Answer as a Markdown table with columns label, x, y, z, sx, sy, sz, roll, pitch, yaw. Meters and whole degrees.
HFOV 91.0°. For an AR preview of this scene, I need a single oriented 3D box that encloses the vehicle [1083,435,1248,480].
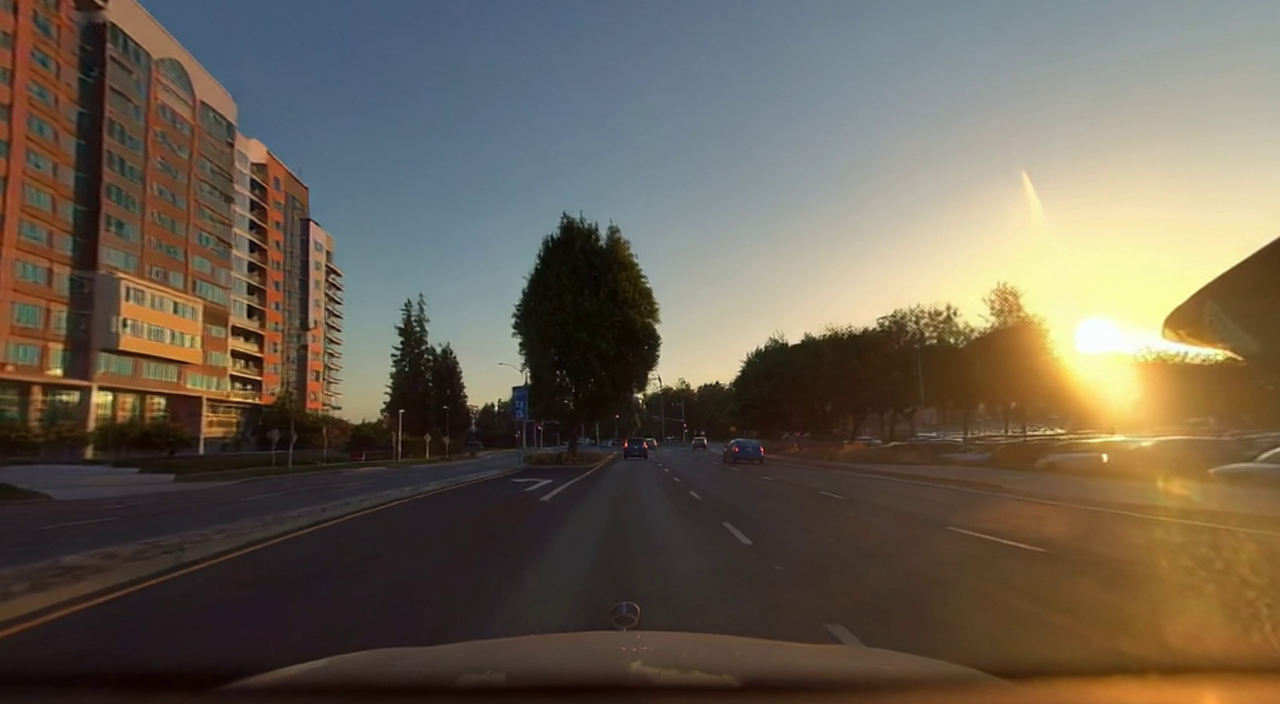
| label | x | y | z | sx | sy | sz | roll | pitch | yaw |
| --- | --- | --- | --- | --- | --- | --- | --- | --- | --- |
| vehicle | 20.009 | 4.011 | 24.130 | 4.485 | 1.608 | 1.955 | 0 | -9 | 0 |

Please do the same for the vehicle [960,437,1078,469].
| label | x | y | z | sx | sy | sz | roll | pitch | yaw |
| --- | --- | --- | --- | --- | --- | --- | --- | --- | --- |
| vehicle | 19.129 | 5.125 | 31.948 | 4.644 | 1.552 | 1.980 | -1 | -9 | 4 |

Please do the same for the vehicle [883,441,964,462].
| label | x | y | z | sx | sy | sz | roll | pitch | yaw |
| --- | --- | --- | --- | --- | --- | --- | --- | --- | --- |
| vehicle | 19.741 | 6.948 | 43.952 | 4.653 | 1.438 | 1.939 | 0 | -9 | -2 |

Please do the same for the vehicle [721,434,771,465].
| label | x | y | z | sx | sy | sz | roll | pitch | yaw |
| --- | --- | --- | --- | --- | --- | --- | --- | --- | --- |
| vehicle | 6.568 | 6.100 | 39.517 | 2.136 | 1.799 | 4.796 | 0 | -9 | -2 |
